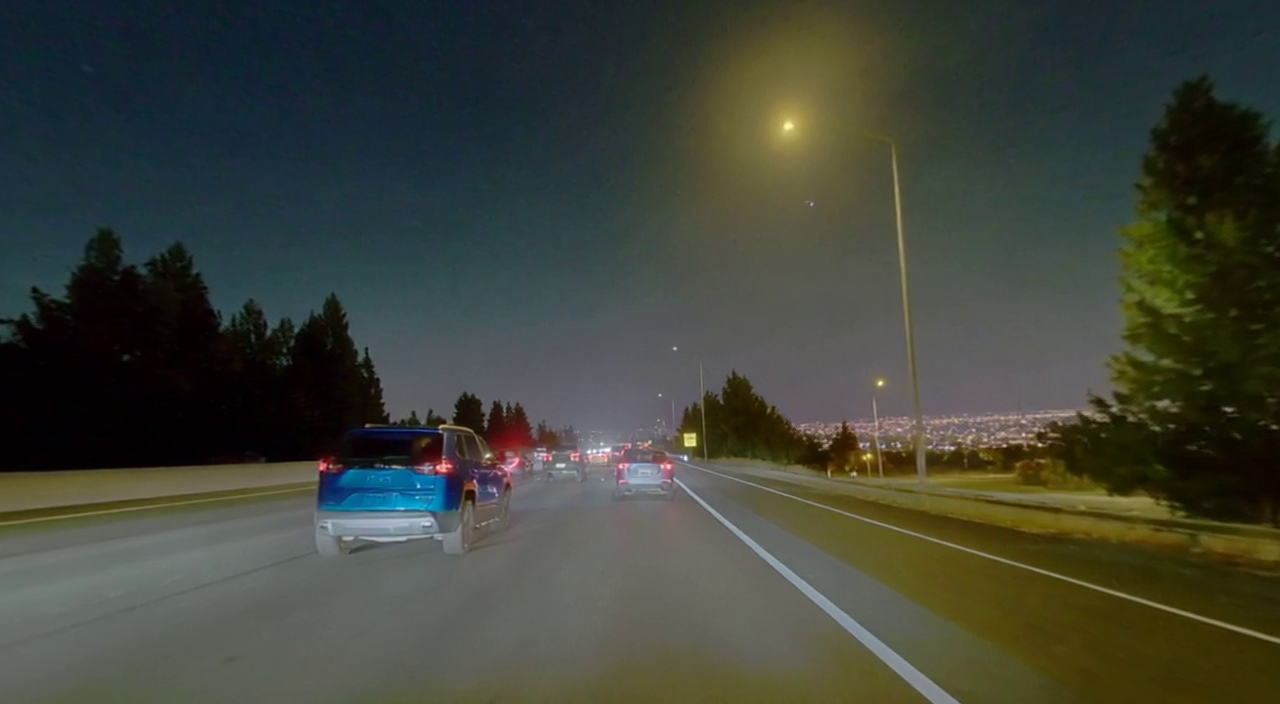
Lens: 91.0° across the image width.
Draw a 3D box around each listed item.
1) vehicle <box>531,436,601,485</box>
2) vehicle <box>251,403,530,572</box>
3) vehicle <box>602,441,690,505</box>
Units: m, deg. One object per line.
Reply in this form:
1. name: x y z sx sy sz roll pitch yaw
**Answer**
1. vehicle: -2.845 4.346 25.468 2.125 1.771 4.721 0 -9 2
2. vehicle: -3.050 1.772 8.890 2.123 1.798 4.108 0 -9 2
3. vehicle: 0.126 3.162 16.889 2.068 1.488 4.045 0 -9 -1
